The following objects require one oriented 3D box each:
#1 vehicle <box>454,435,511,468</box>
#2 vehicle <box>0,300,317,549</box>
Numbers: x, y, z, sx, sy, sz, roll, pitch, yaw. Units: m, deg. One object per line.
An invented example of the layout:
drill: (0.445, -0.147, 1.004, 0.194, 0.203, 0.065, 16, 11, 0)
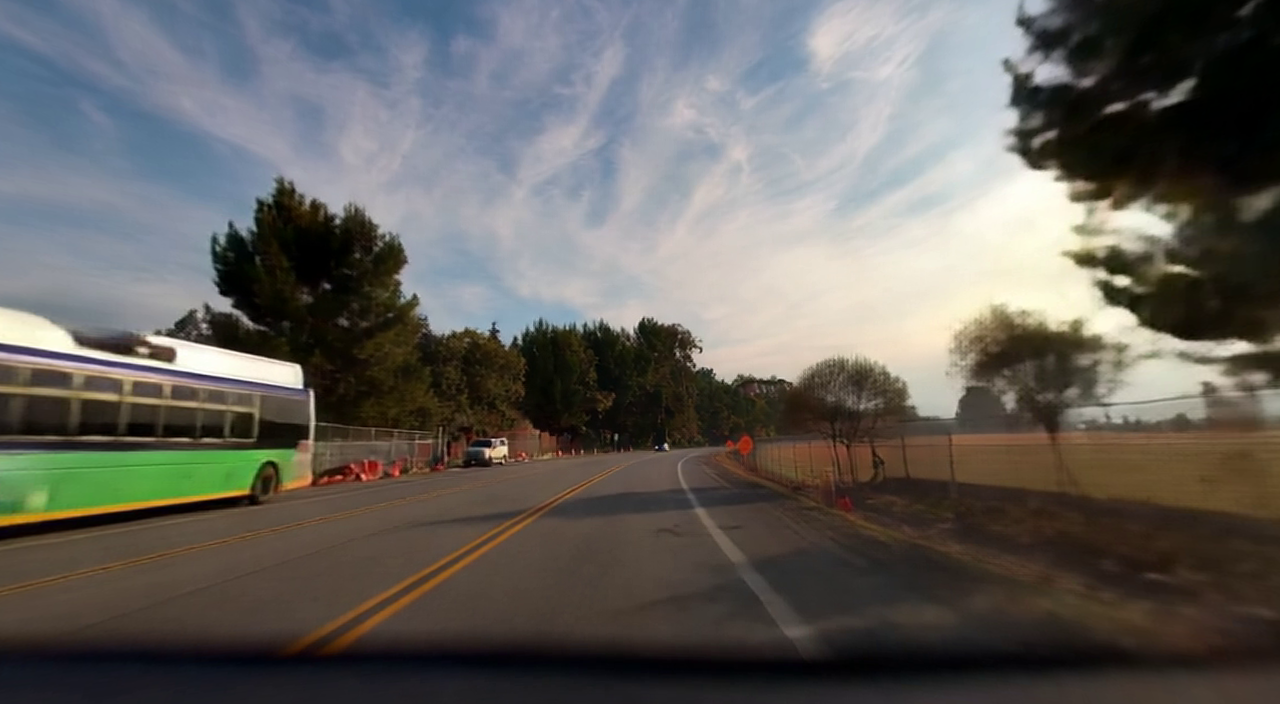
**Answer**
vehicle: (-10.775, 6.819, 43.706, 2.244, 2.022, 6.102, -3, -8, 1)
vehicle: (-10.693, 1.440, 11.602, 3.092, 3.562, 12.230, -4, -7, 1)
